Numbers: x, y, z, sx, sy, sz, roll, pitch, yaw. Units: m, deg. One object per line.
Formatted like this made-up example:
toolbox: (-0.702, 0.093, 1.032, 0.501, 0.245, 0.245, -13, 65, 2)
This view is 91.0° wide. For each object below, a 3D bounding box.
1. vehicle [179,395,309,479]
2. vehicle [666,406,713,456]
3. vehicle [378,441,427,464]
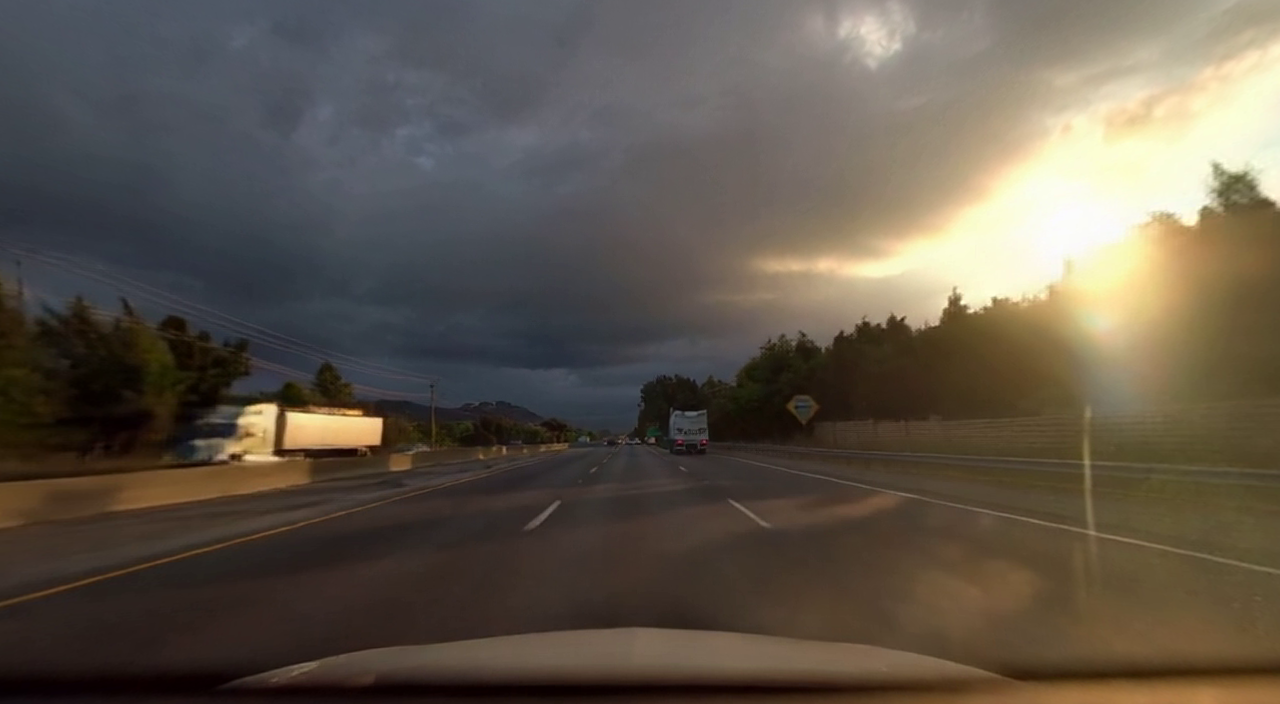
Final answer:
vehicle: (-20.539, 4.478, 33.148, 3.006, 3.960, 5.854, -1, -8, -1)
vehicle: (3.464, 5.815, 45.979, 2.766, 3.349, 7.796, -1, -8, 0)
vehicle: (-16.647, 7.049, 44.375, 1.821, 1.449, 4.280, -1, -8, -1)
